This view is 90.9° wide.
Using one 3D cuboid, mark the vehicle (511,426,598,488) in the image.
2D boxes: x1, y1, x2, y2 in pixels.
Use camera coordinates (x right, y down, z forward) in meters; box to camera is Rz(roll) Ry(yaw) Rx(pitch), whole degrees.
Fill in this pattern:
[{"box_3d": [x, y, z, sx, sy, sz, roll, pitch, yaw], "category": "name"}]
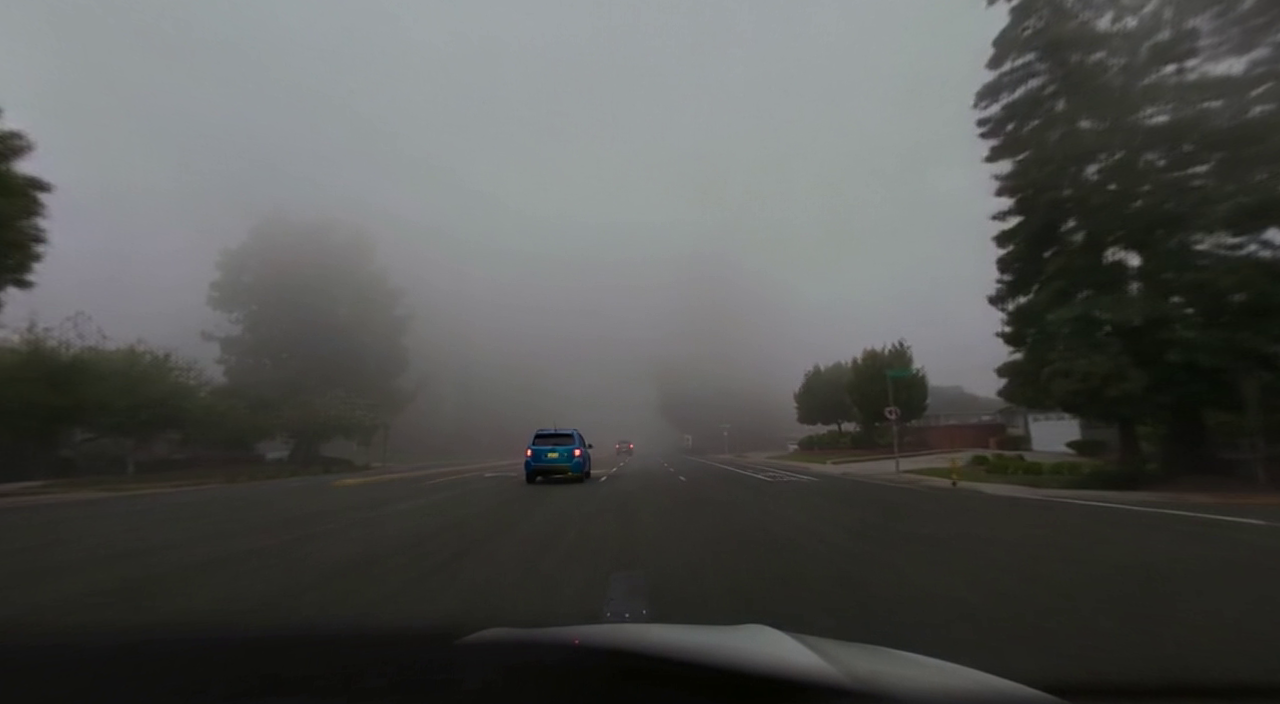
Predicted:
[{"box_3d": [-2.744, 3.529, 21.485, 2.179, 1.851, 4.756, 0, -8, 2], "category": "vehicle"}]
